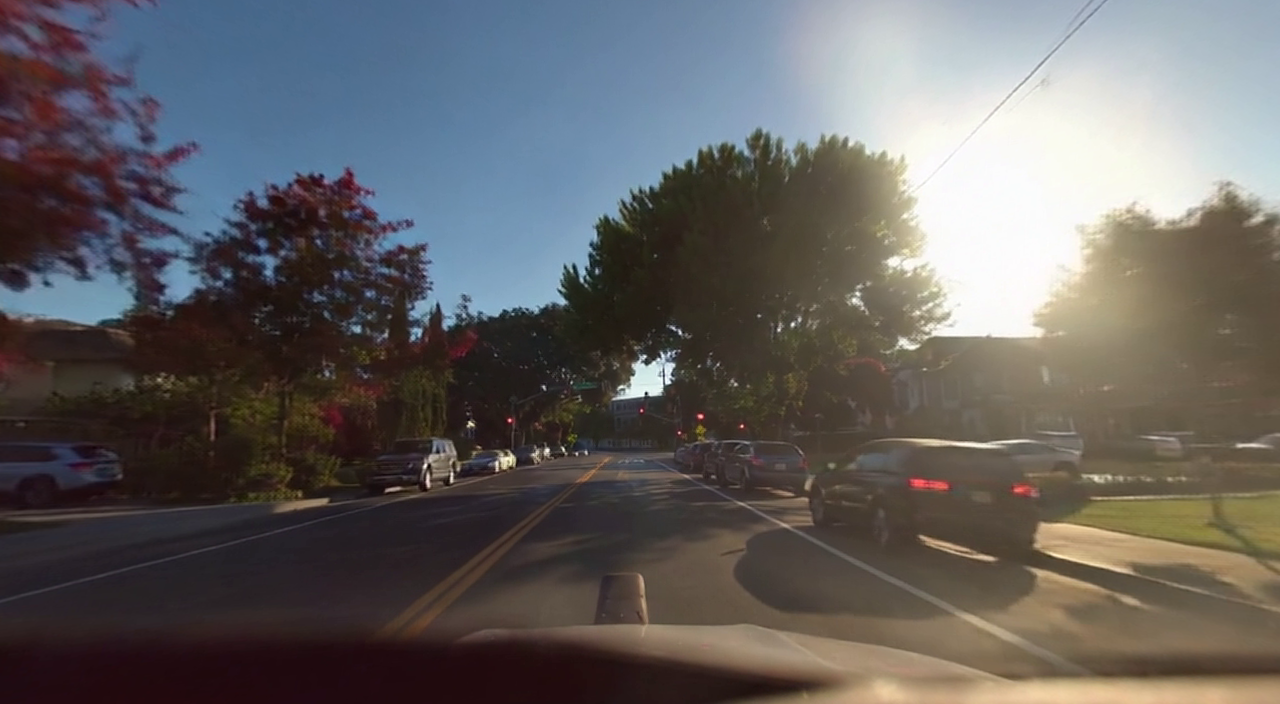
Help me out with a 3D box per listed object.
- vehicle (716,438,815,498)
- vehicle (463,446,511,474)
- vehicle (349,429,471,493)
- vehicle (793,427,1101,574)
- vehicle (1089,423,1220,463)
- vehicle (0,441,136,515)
[{"bbox_3d":[3.451,3.282,18.252,1.809,1.513,4.264,0,-9,-3],"label":"vehicle"},{"bbox_3d":[-8.509,6.006,35.438,1.860,1.476,4.594,0,-9,-4],"label":"vehicle"},{"bbox_3d":[-8.089,3.904,23.007,2.420,2.004,5.615,0,-9,-1],"label":"vehicle"},{"bbox_3d":[3.833,1.913,8.993,1.955,1.536,4.395,0,-9,-4],"label":"vehicle"},{"bbox_3d":[24.599,4.373,30.314,4.476,1.795,2.055,0,-9,-2],"label":"vehicle"},{"bbox_3d":[-14.586,2.930,15.077,1.848,1.562,3.827,0,-8,1],"label":"vehicle"}]
